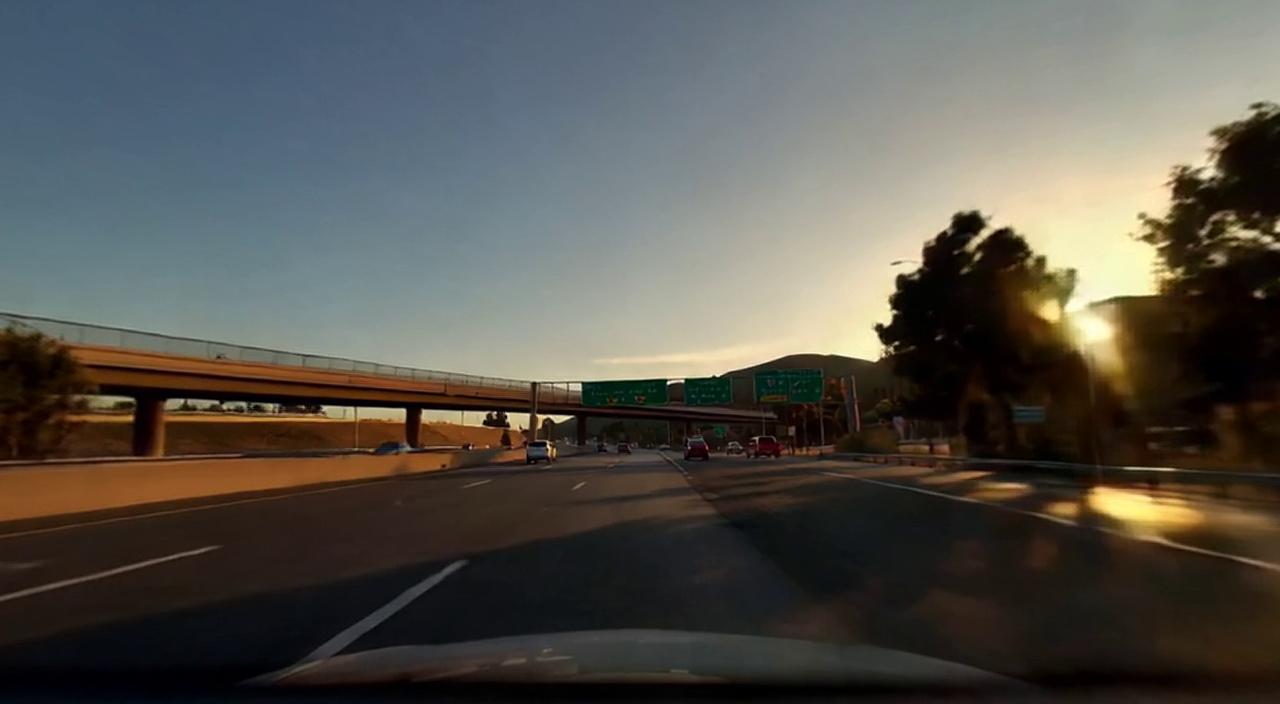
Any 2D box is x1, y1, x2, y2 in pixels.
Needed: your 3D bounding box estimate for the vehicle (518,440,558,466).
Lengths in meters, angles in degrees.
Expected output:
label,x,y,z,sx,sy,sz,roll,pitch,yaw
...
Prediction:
label,x,y,z,sx,sy,sz,roll,pitch,yaw
vehicle,-6.850,6.811,42.557,1.935,1.633,3.955,0,-8,1
